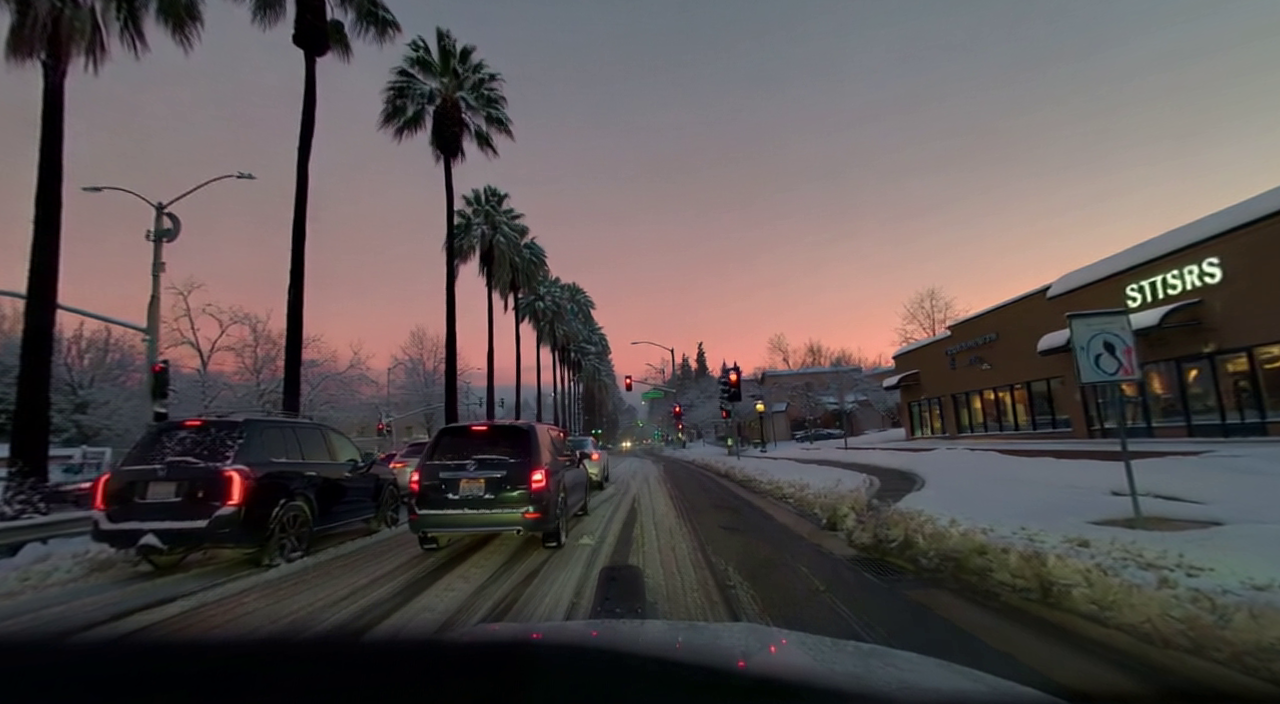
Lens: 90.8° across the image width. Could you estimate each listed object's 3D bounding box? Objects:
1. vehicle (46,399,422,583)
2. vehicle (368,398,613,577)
[{"bbox_3d":[-5.017,1.791,8.958,2.025,1.862,4.804,0,-9,1],"label":"vehicle"},{"bbox_3d":[-1.576,1.667,8.494,2.153,1.759,4.320,0,-9,1],"label":"vehicle"}]
